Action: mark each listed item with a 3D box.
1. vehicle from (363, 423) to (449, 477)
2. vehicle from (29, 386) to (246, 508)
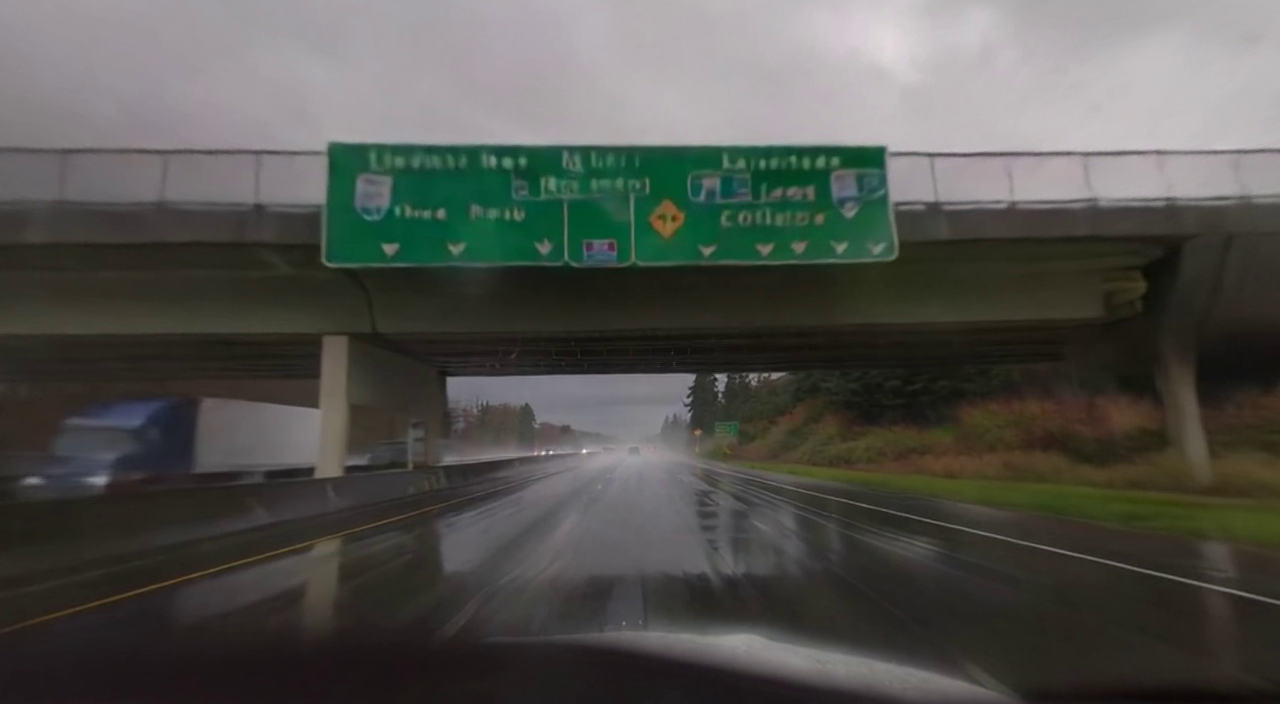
[{"bbox_3d":[-15.299,6.509,41.918,2.668,3.229,7.672,0,-9,0],"label":"vehicle"},{"bbox_3d":[-19.015,3.690,24.587,2.963,4.113,6.320,0,-9,0],"label":"vehicle"}]
